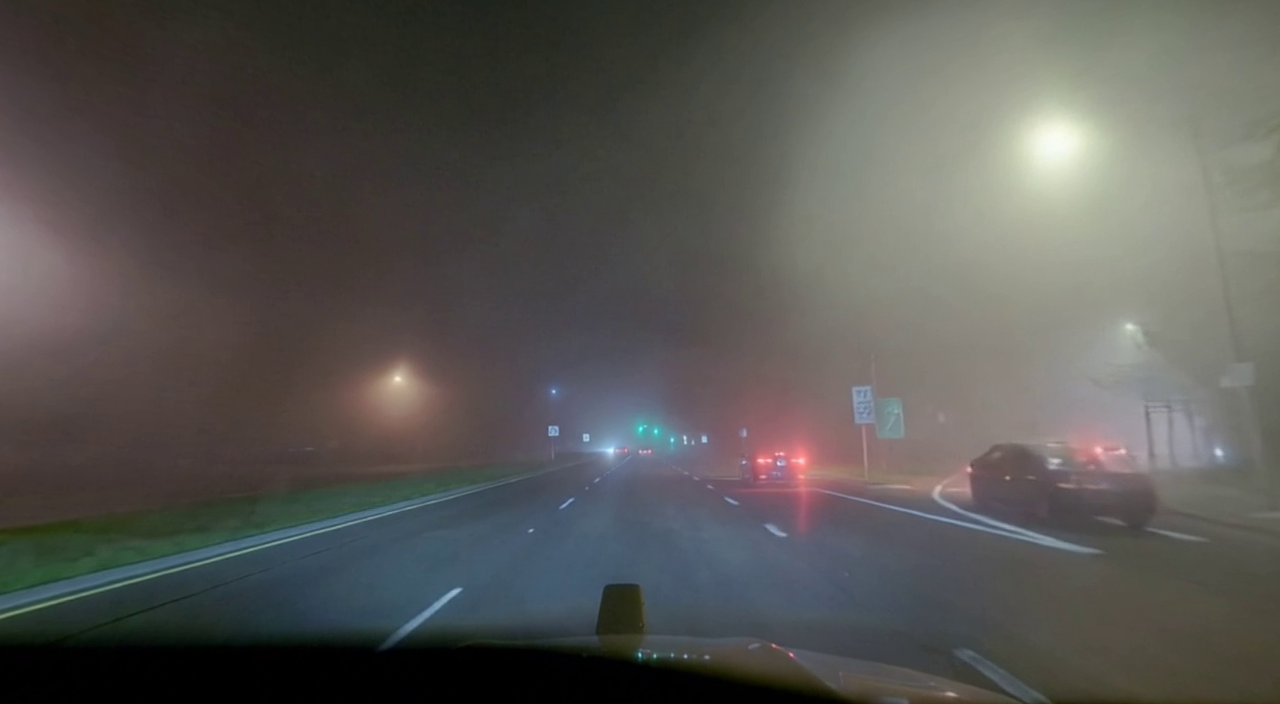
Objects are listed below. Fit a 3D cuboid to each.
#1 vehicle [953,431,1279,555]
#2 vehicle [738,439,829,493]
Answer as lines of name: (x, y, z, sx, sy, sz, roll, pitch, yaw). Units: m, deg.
vehicle: (7.664, 2.277, 11.041, 2.063, 1.625, 5.102, -1, -9, 5)
vehicle: (4.484, 3.626, 20.357, 1.913, 1.516, 4.322, 0, -9, 0)
